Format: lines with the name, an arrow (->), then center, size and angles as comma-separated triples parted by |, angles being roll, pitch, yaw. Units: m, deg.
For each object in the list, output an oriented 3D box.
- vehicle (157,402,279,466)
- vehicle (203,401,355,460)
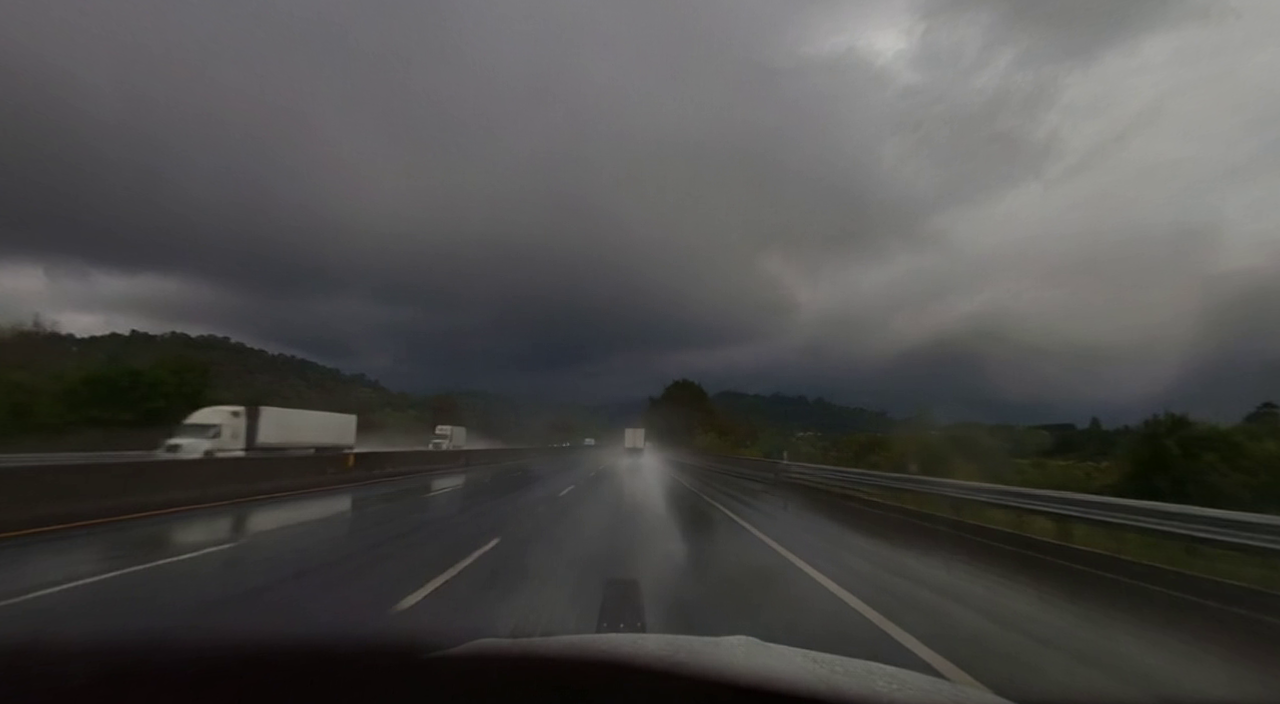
vehicle -> -25.245, 5.014, 38.173 | 3.142, 3.491, 5.895 | 0, -9, 0
vehicle -> -25.276, 5.843, 45.615 | 3.095, 3.605, 13.571 | 0, -9, 0
